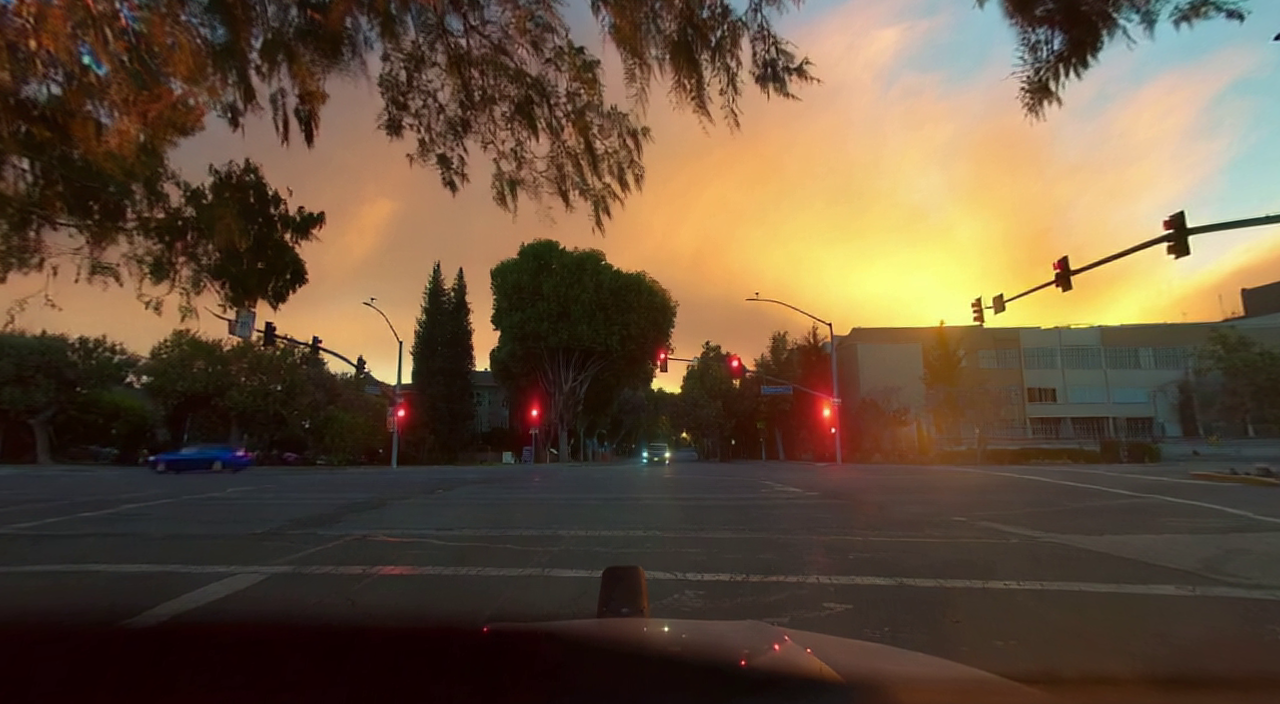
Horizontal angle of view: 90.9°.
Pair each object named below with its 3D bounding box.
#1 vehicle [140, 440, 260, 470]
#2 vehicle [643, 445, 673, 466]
[{"bbox_3d":[-22.121,5.198,31.813,4.681,1.465,1.820,0,-9,1],"label":"vehicle"},{"bbox_3d":[1.279,7.631,46.465,2.132,1.449,4.235,0,-9,0],"label":"vehicle"}]
